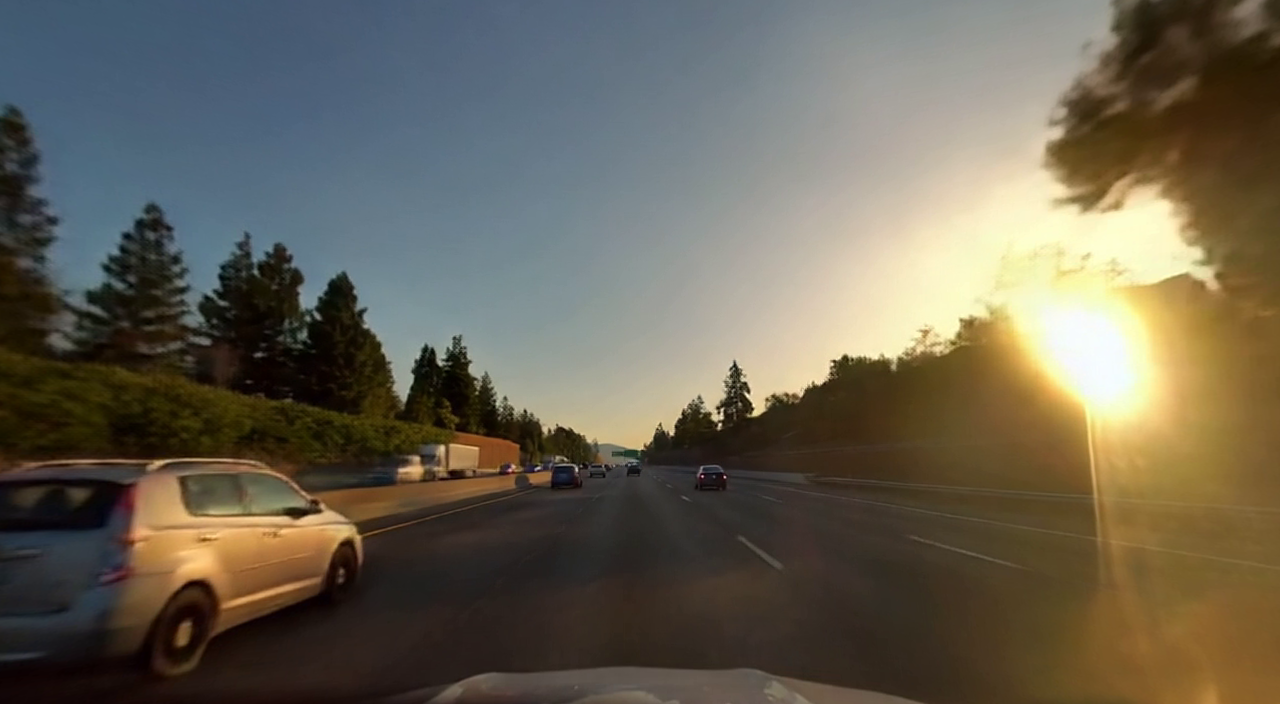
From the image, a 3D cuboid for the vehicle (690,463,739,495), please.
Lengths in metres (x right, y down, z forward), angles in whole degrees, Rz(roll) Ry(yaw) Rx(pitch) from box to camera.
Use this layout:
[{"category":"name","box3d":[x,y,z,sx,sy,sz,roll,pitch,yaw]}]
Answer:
[{"category":"vehicle","box3d":[3.746,6.456,32.204,1.981,1.516,4.109,1,-11,0]}]

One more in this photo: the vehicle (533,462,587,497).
[{"category":"vehicle","box3d":[-3.624,5.894,29.330,2.000,1.484,3.995,1,-11,-1]}]

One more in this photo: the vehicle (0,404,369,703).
[{"category":"vehicle","box3d":[-3.552,1.118,3.425,2.004,1.468,4.812,0,-11,0]}]
